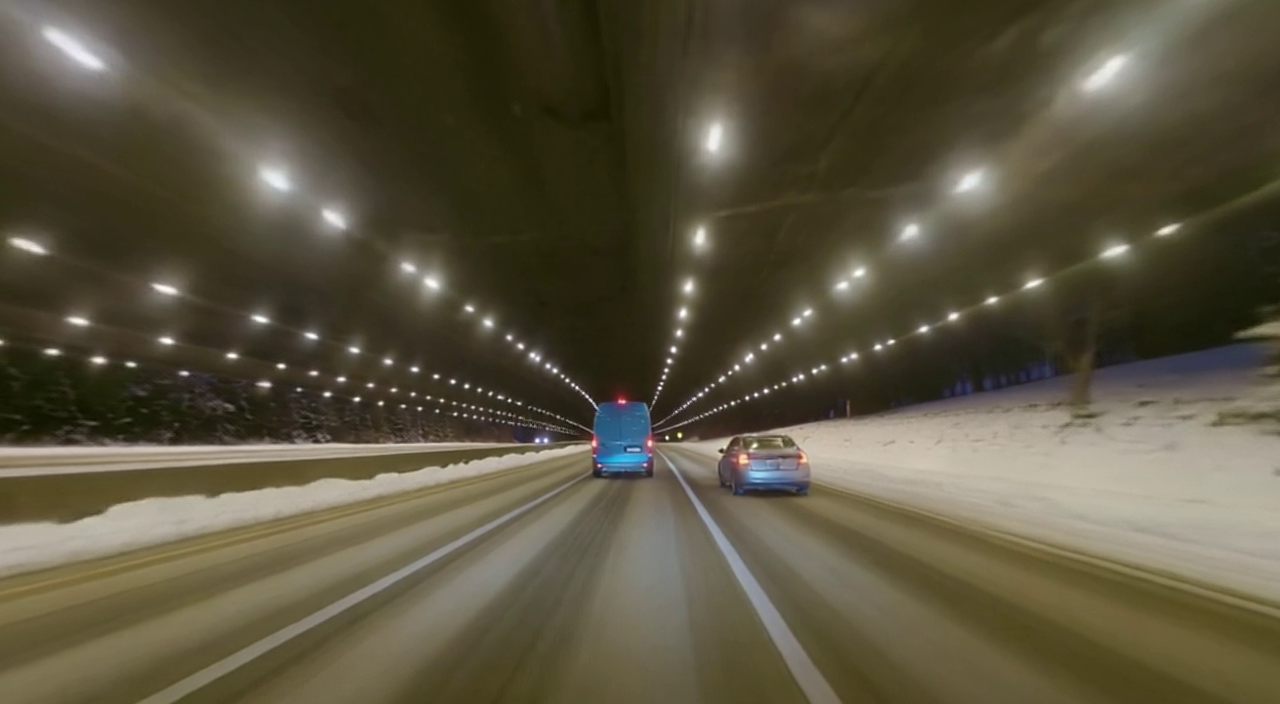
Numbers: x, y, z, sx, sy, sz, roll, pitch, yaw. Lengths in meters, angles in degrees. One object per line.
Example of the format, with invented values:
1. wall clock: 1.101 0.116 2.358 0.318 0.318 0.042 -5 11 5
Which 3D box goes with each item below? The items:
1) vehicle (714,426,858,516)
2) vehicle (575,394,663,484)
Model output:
1. vehicle: 2.779 2.353 13.019 2.095 1.553 4.069 -1 -8 2
2. vehicle: -0.491 2.768 20.038 2.404 2.459 5.229 -1 -8 2
